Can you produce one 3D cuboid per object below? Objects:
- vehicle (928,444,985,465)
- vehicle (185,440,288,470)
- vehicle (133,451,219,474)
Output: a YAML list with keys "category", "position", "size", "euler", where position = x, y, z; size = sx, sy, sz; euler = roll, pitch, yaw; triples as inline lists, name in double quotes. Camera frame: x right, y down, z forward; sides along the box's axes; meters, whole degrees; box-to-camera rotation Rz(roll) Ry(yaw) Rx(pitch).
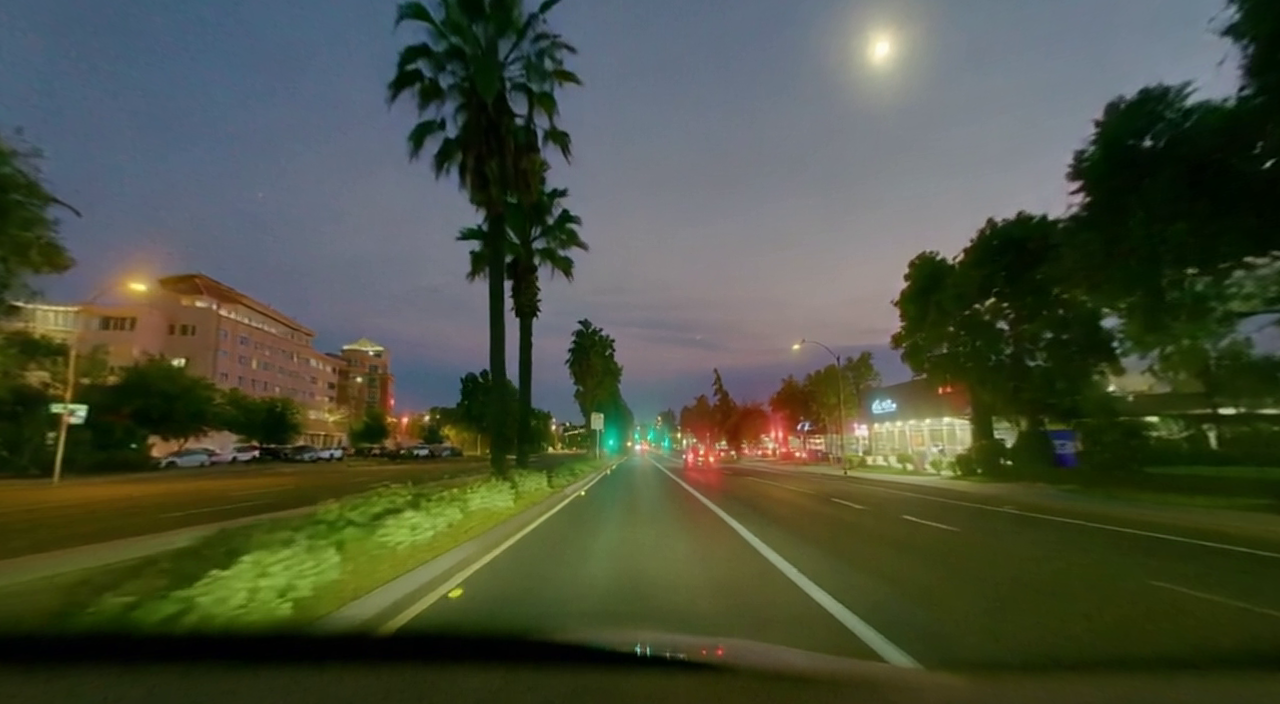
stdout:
- category: "vehicle"
  position: [24.183, 7.869, 48.337]
  size: [1.881, 1.509, 4.448]
  euler: [0, -8, -3]
- category: "vehicle"
  position: [-31.880, 8.129, 49.865]
  size: [6.216, 2.077, 2.806]
  euler: [2, -8, 2]
- category: "vehicle"
  position: [-31.185, 7.413, 42.397]
  size: [4.223, 1.444, 1.814]
  euler: [0, -8, -3]
